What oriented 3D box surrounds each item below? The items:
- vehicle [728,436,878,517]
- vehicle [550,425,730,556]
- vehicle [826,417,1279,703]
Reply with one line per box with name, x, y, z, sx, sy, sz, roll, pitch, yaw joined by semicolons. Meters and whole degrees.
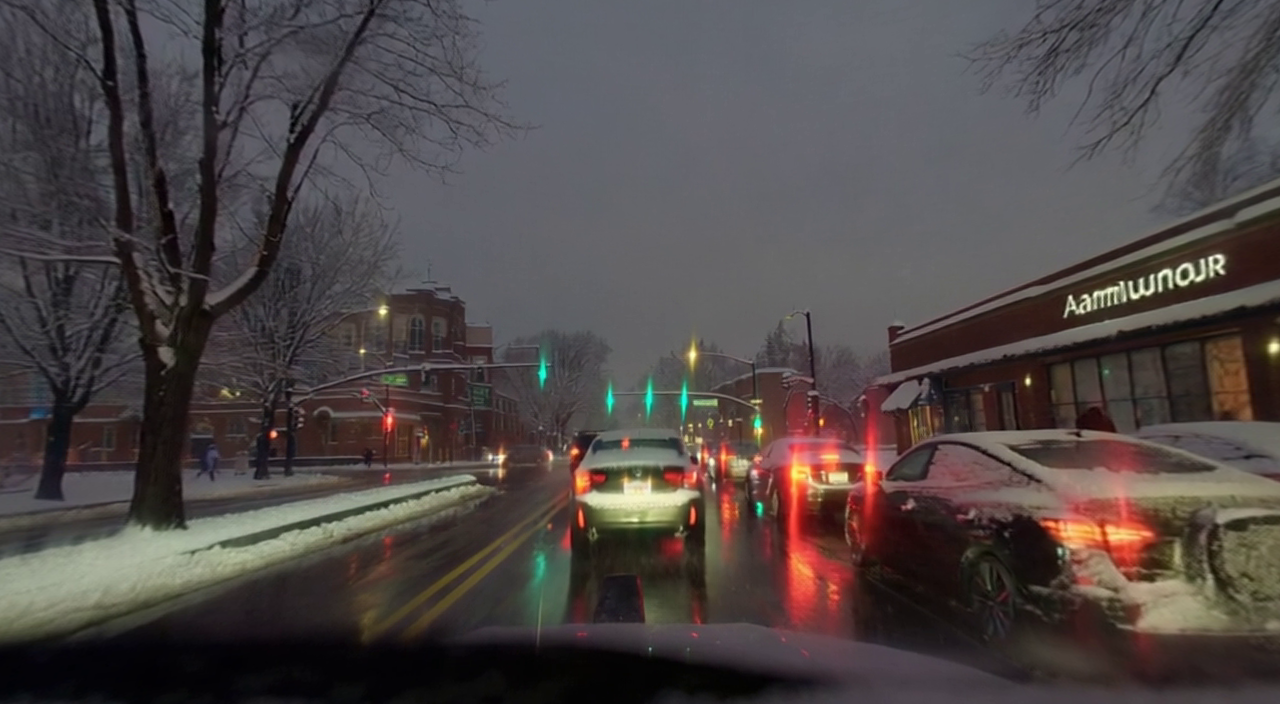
vehicle;3.338;2.644;13.967;1.996;1.469;4.495;0;-9;-2
vehicle;-0.030;1.936;9.498;2.118;1.512;4.013;0;-9;-1
vehicle;3.241;1.383;5.324;1.912;1.454;4.537;0;-9;-1
